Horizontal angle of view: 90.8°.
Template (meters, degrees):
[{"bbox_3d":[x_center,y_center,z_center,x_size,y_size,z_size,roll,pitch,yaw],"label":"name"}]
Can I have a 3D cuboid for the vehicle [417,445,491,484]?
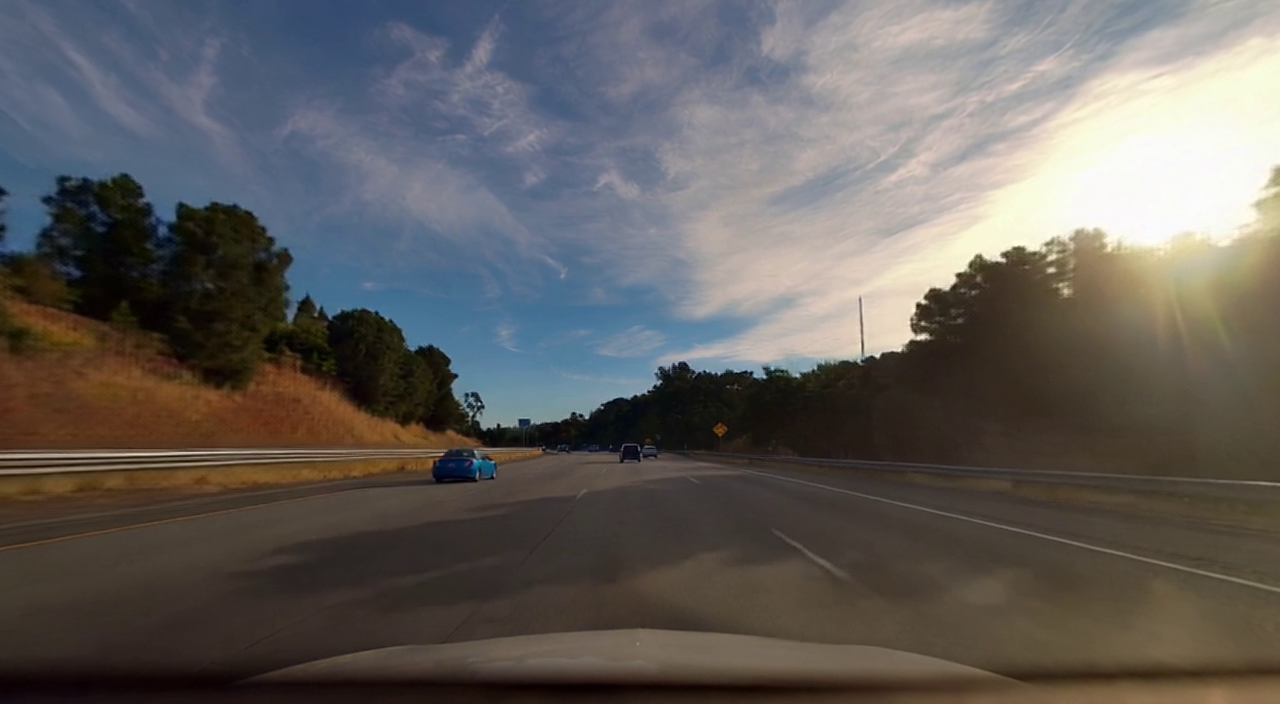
[{"bbox_3d":[-7.641,4.635,26.355,1.915,1.479,3.843,0,-9,0],"label":"vehicle"}]
